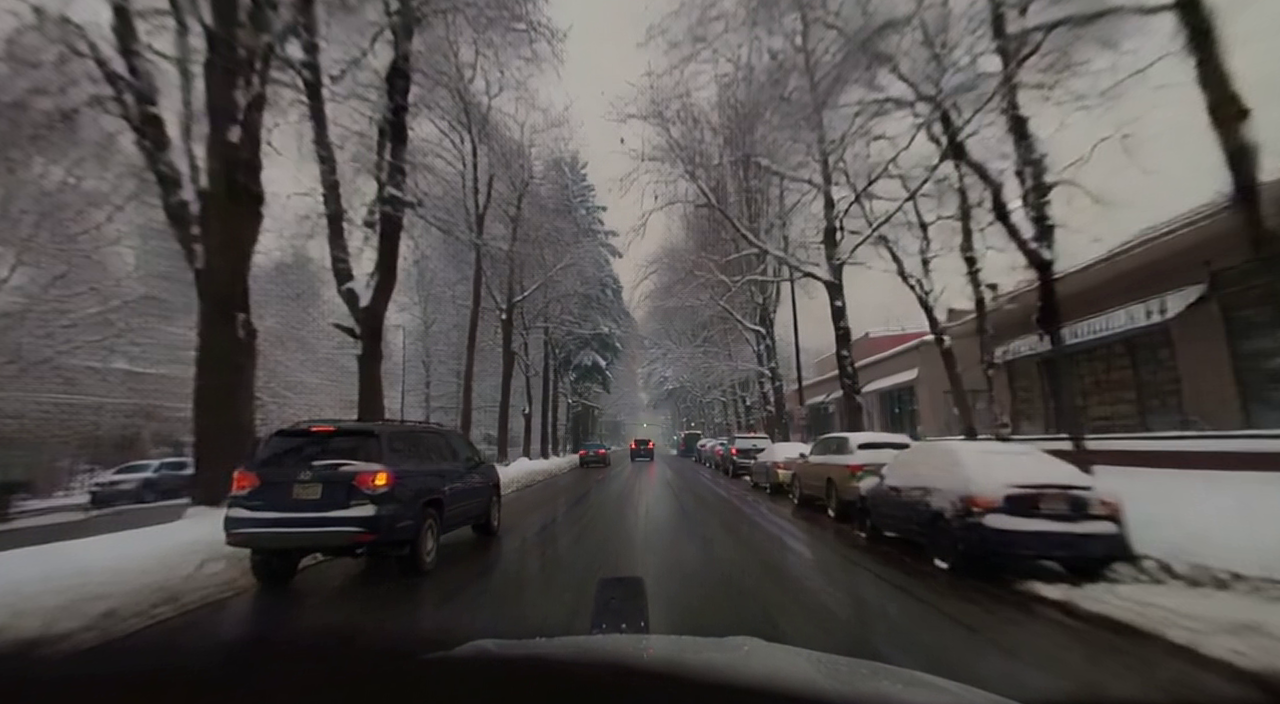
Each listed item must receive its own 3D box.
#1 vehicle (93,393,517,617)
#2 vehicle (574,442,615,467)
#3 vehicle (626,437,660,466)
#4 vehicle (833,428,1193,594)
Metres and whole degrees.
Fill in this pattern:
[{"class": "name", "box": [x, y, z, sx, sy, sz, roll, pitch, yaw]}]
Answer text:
[{"class": "vehicle", "box": [-3.057, 1.520, 7.293, 2.186, 1.708, 4.746, 0, -8, 1]}, {"class": "vehicle", "box": [-2.833, 6.490, 40.043, 2.151, 1.484, 4.468, 0, -8, 2]}, {"class": "vehicle", "box": [0.206, 6.460, 40.993, 2.075, 1.770, 4.018, 0, -8, 0]}, {"class": "vehicle", "box": [4.113, 1.788, 8.003, 1.887, 1.517, 4.257, 0, -8, -1]}]
